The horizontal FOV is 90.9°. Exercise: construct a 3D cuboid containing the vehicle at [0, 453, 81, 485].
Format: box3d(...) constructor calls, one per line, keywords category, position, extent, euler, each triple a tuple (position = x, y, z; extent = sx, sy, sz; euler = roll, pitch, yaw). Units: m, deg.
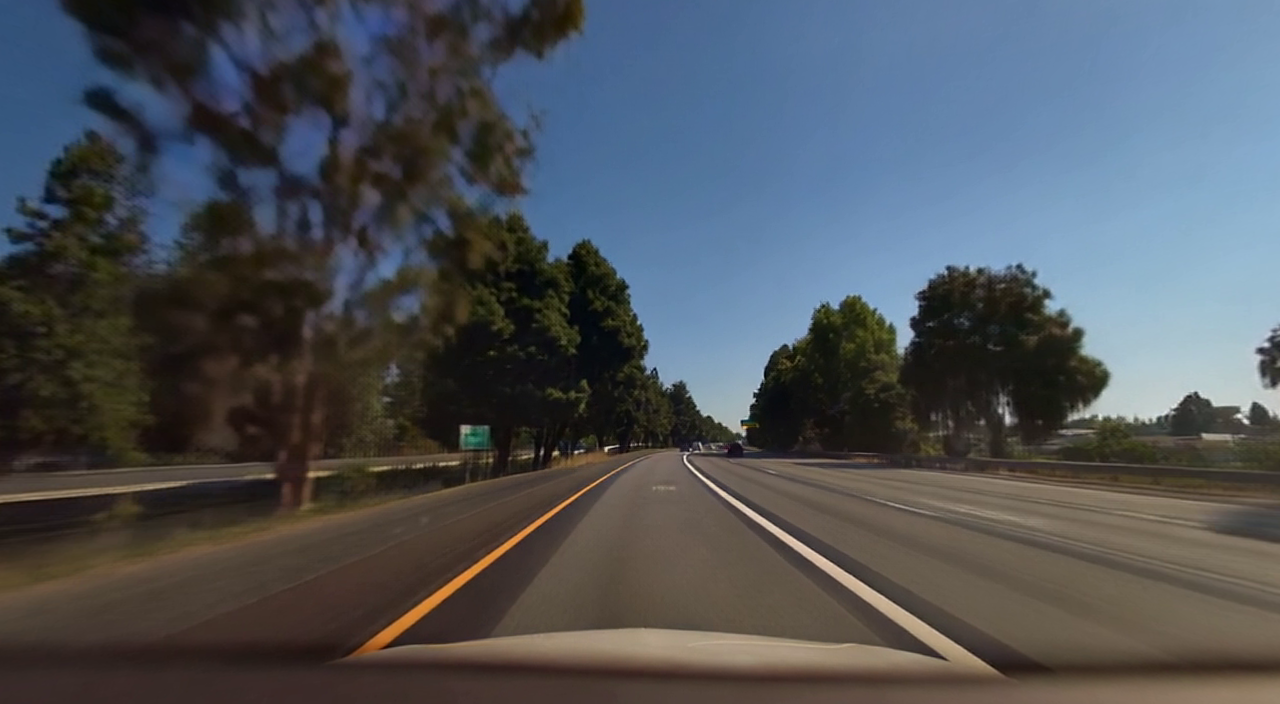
box3d(category="vehicle", position=(-33.577, 6.326, 34.291), extent=(1.945, 1.572, 4.722), euler=(-1, -8, 2))
